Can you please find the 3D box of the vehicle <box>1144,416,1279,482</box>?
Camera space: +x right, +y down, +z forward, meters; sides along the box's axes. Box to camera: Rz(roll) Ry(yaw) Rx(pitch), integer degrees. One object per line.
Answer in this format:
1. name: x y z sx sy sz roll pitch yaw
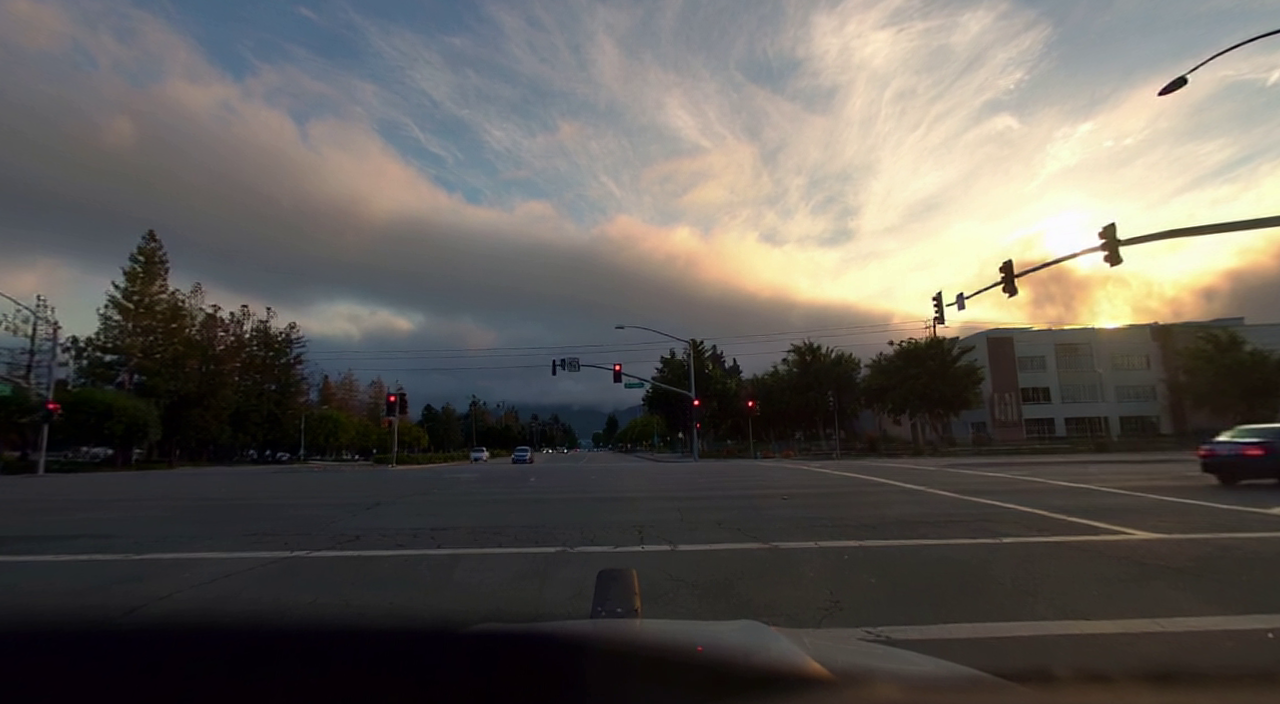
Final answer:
1. vehicle: 15.061 2.279 14.938 4.736 1.445 1.933 0 -8 -4
